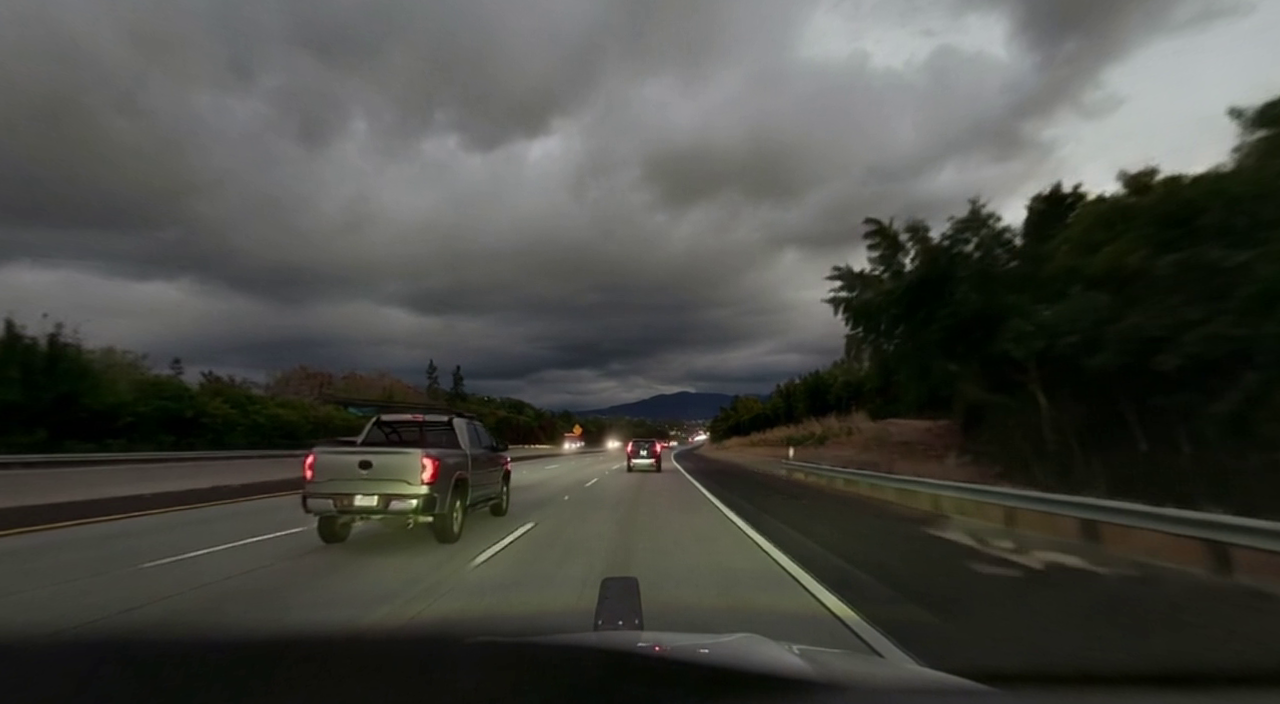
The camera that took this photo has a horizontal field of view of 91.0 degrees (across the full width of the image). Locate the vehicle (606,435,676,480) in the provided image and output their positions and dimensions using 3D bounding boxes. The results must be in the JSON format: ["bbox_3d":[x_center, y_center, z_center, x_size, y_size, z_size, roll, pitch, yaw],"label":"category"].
[{"bbox_3d":[0.110,4.432,26.780,2.715,1.669,5.163,0,-9,2],"label":"vehicle"}]

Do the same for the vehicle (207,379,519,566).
[{"bbox_3d":[-3.373,1.626,9.103,2.250,1.947,4.860,0,-9,0],"label":"vehicle"}]
